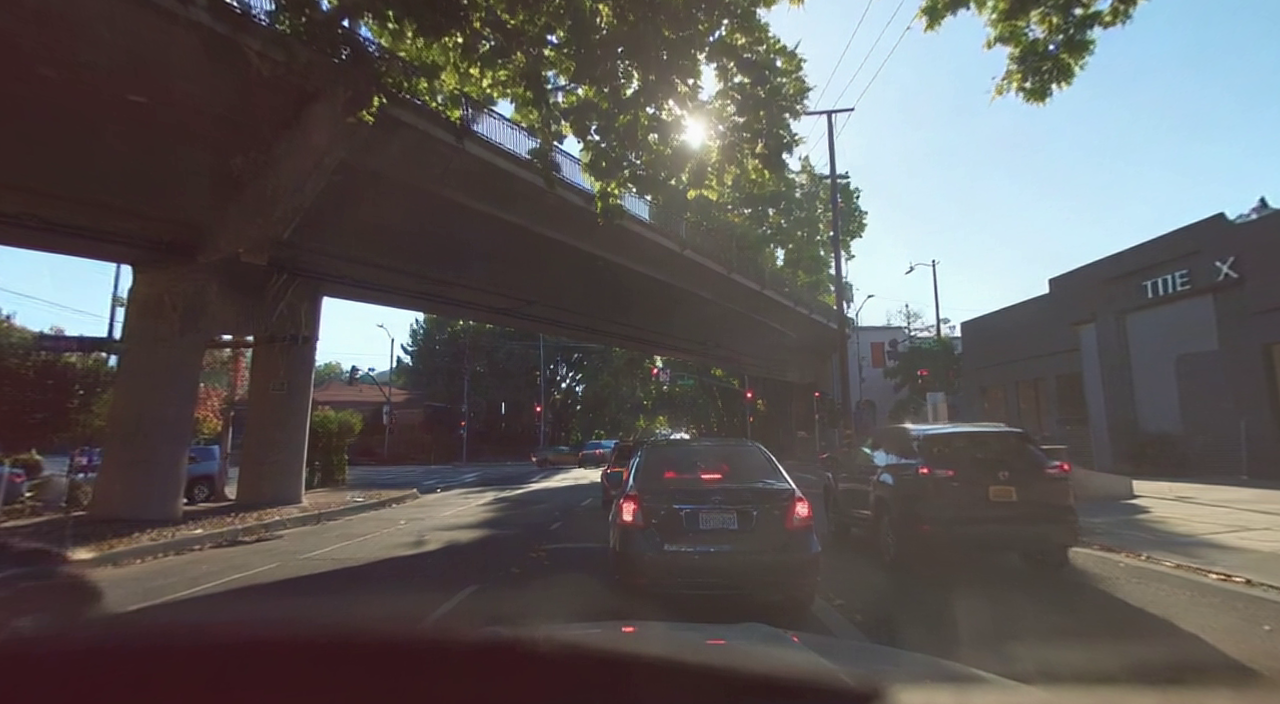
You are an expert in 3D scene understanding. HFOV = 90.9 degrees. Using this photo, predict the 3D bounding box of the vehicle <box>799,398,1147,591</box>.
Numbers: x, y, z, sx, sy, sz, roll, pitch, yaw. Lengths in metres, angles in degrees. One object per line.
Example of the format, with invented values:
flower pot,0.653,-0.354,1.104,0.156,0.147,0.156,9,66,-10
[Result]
vehicle,3.672,1.653,8.185,2.062,1.781,4.488,0,-8,0

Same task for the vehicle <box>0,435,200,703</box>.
vehicle,-3.947,0.949,1.618,2.082,1.484,4.865,0,-8,1

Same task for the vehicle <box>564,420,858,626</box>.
vehicle,0.518,1.544,6.705,2.101,1.467,4.210,0,-8,0

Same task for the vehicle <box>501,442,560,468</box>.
vehicle,-6.588,6.268,38.491,1.873,1.462,4.283,-3,-9,16
